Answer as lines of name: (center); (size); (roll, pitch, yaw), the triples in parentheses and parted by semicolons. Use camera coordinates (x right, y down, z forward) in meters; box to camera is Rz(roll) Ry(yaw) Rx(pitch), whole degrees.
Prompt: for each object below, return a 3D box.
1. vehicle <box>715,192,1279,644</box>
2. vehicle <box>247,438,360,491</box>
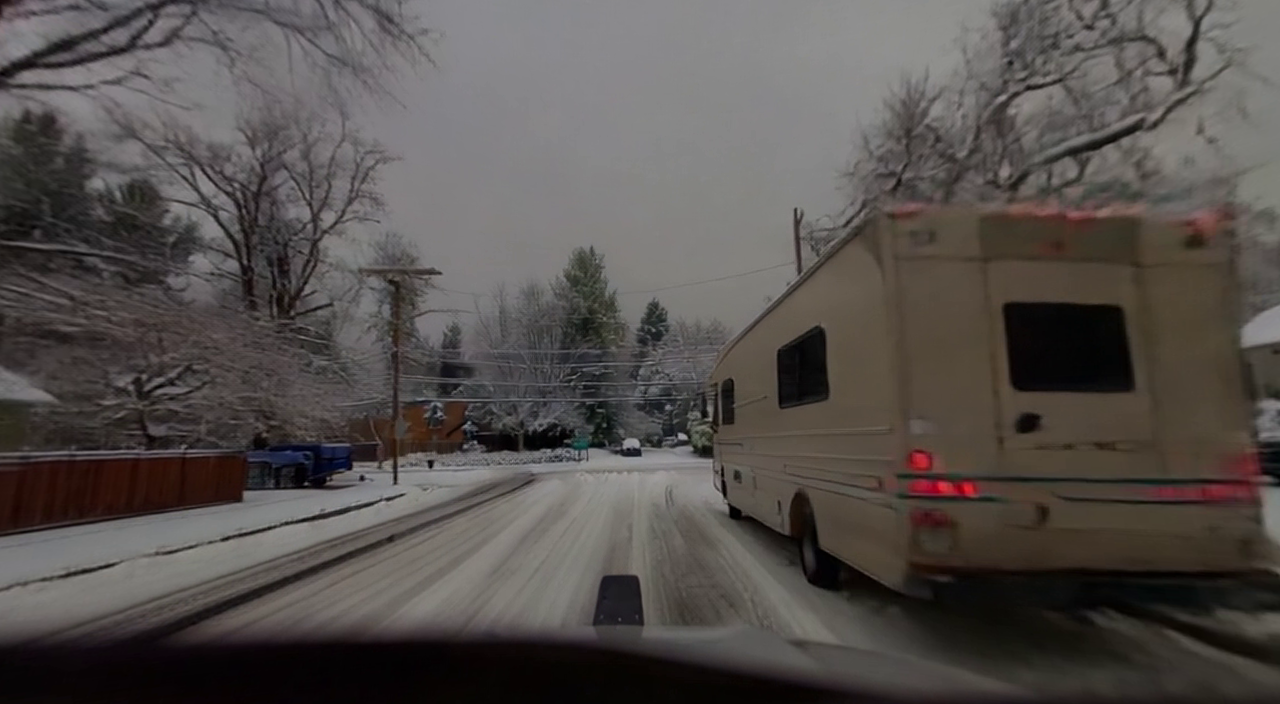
vehicle: (3.150, 1.037, 8.996); (2.915, 3.243, 8.972); (0, -8, -1)
vehicle: (-13.058, 4.370, 24.832); (2.111, 1.856, 4.803); (0, -8, -5)
